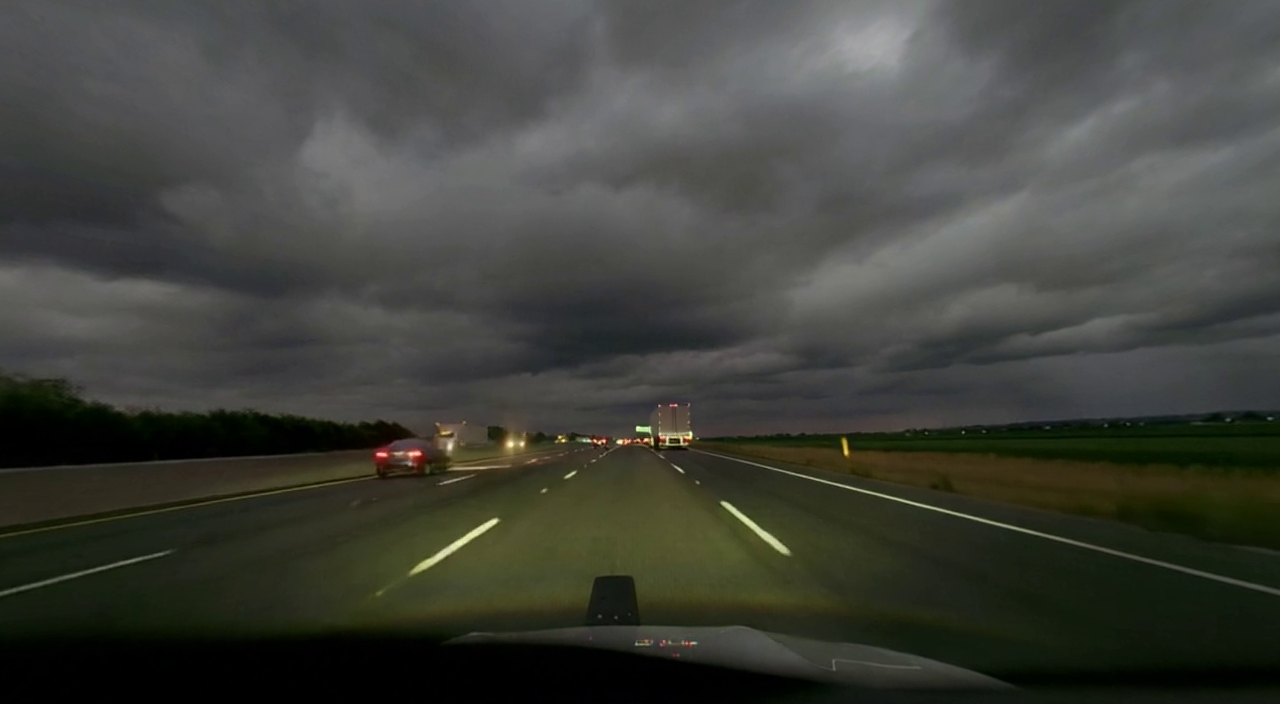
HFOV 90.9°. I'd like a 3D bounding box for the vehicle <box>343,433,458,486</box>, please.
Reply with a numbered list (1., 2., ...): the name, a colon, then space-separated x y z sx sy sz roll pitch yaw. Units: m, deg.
1. vehicle: -7.353 3.307 19.877 2.018 1.454 4.290 0 -8 -1
